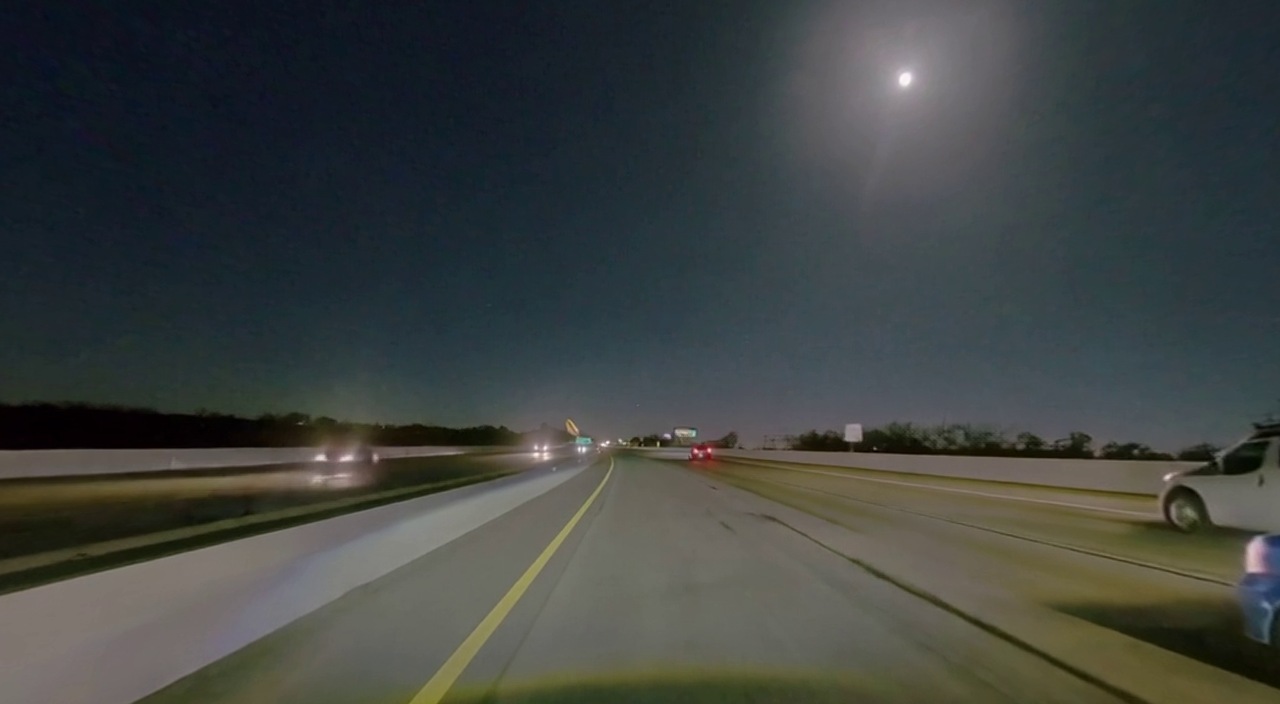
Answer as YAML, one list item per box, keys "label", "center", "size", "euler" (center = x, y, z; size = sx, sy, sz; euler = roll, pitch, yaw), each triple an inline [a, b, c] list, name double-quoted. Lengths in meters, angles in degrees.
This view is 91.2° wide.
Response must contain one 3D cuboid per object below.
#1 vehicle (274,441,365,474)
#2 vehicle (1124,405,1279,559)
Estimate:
- label: "vehicle"
  center: [-16.083, 5.307, 31.784]
  size: [2.086, 1.528, 4.789]
  euler: [-1, -9, 0]
- label: "vehicle"
  center: [8.101, 1.428, 6.919]
  size: [1.994, 1.696, 4.264]
  euler: [0, -9, -1]
